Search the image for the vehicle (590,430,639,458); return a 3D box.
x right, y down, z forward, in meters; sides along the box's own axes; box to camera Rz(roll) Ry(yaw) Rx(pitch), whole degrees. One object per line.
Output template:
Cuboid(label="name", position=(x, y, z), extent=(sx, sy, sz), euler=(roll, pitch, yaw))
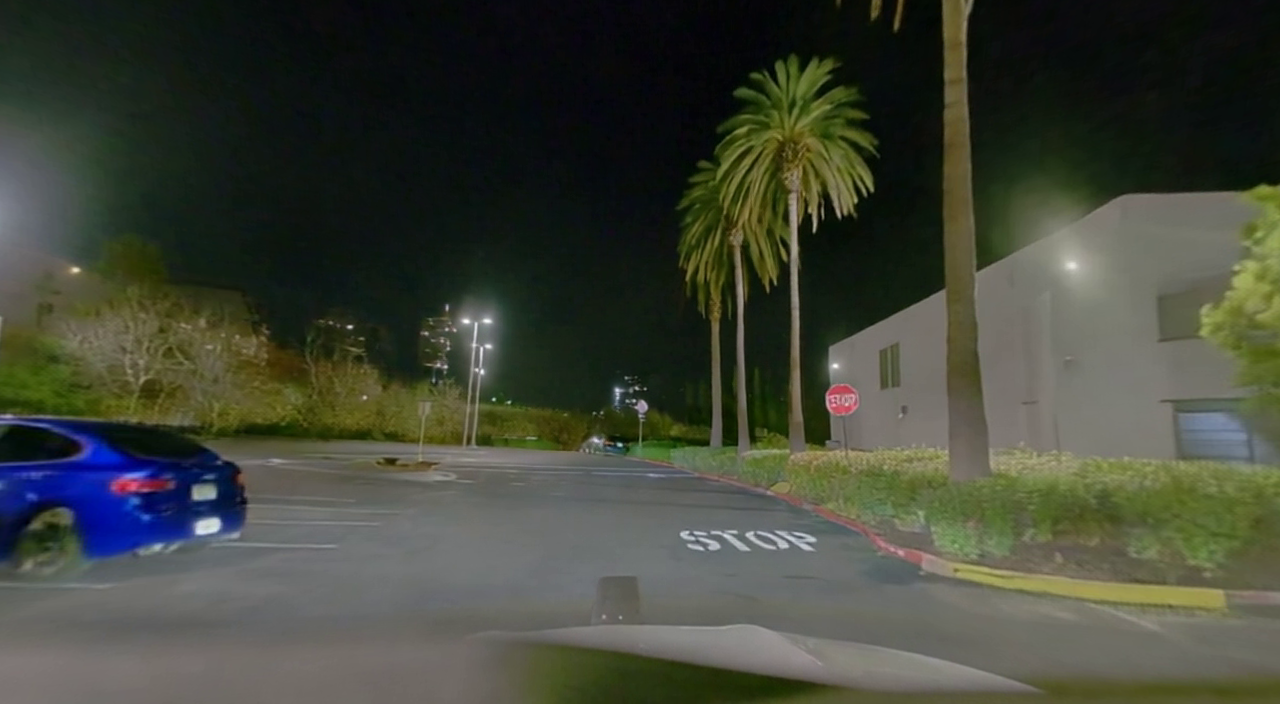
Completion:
Cuboid(label="vehicle", position=(-1.690, 5.933, 40.667), extent=(2.071, 1.700, 4.367), euler=(3, -9, -18))

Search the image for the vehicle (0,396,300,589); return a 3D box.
Cuboid(label="vehicle", position=(-6.516, 1.413, 6.920), extent=(4.615, 1.642, 1.978), euler=(-2, -9, 12))
